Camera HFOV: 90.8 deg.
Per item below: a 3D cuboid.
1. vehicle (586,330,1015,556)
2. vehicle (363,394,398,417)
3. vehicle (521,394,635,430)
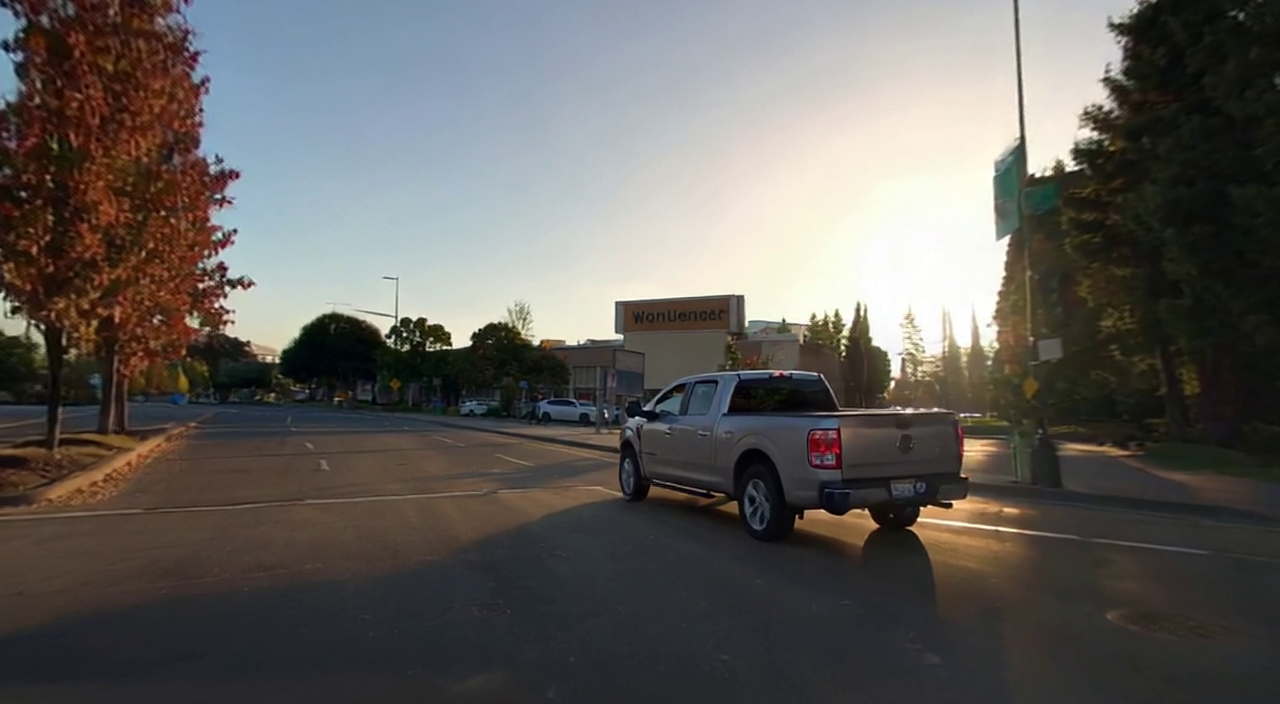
[{"bbox_3d":[1.458,1.178,8.468,2.402,1.922,5.677,5,-9,-25],"label":"vehicle"},{"bbox_3d":[-19.545,4.085,47.495,1.842,1.467,4.633,6,-9,-28],"label":"vehicle"},{"bbox_3d":[-4.333,4.329,44.940,7.551,2.142,2.896,6,-10,-31],"label":"vehicle"}]
